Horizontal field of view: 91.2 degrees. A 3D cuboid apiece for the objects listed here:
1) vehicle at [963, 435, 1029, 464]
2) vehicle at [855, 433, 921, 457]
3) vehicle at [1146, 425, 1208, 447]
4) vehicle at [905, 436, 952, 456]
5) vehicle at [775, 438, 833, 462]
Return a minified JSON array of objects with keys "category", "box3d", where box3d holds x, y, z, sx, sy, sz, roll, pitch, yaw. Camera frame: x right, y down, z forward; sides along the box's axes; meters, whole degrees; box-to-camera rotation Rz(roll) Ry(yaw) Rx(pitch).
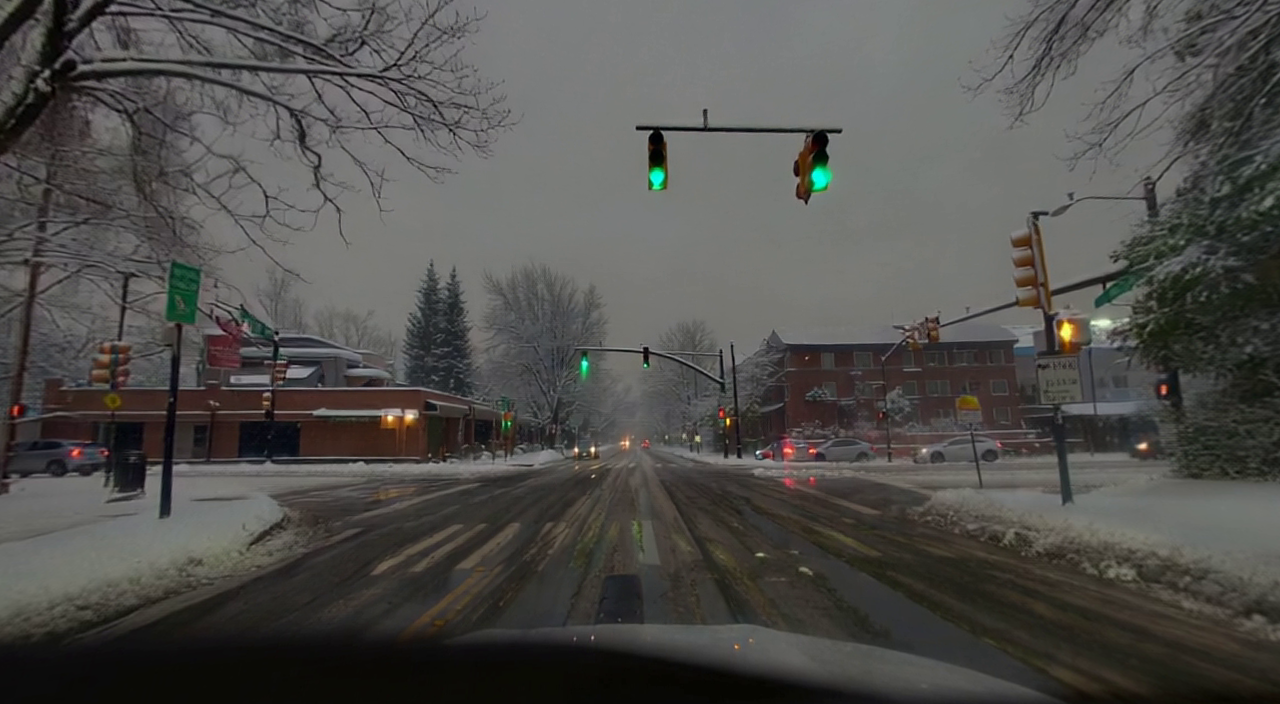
[{"category":"vehicle","box3d":[20.985,5.737,37.100,1.851,1.388,3.475,0,-4,0]},{"category":"vehicle","box3d":[16.926,6.334,42.692,4.522,1.546,1.941,6,-11,-34]},{"category":"vehicle","box3d":[41.064,6.452,47.986,1.682,1.422,3.422,3,-10,1]},{"category":"vehicle","box3d":[21.814,7.136,47.496,1.923,1.463,3.758,-1,-9,3]},{"category":"vehicle","box3d":[11.087,6.622,42.246,1.955,1.508,4.295,-8,-12,42]}]
